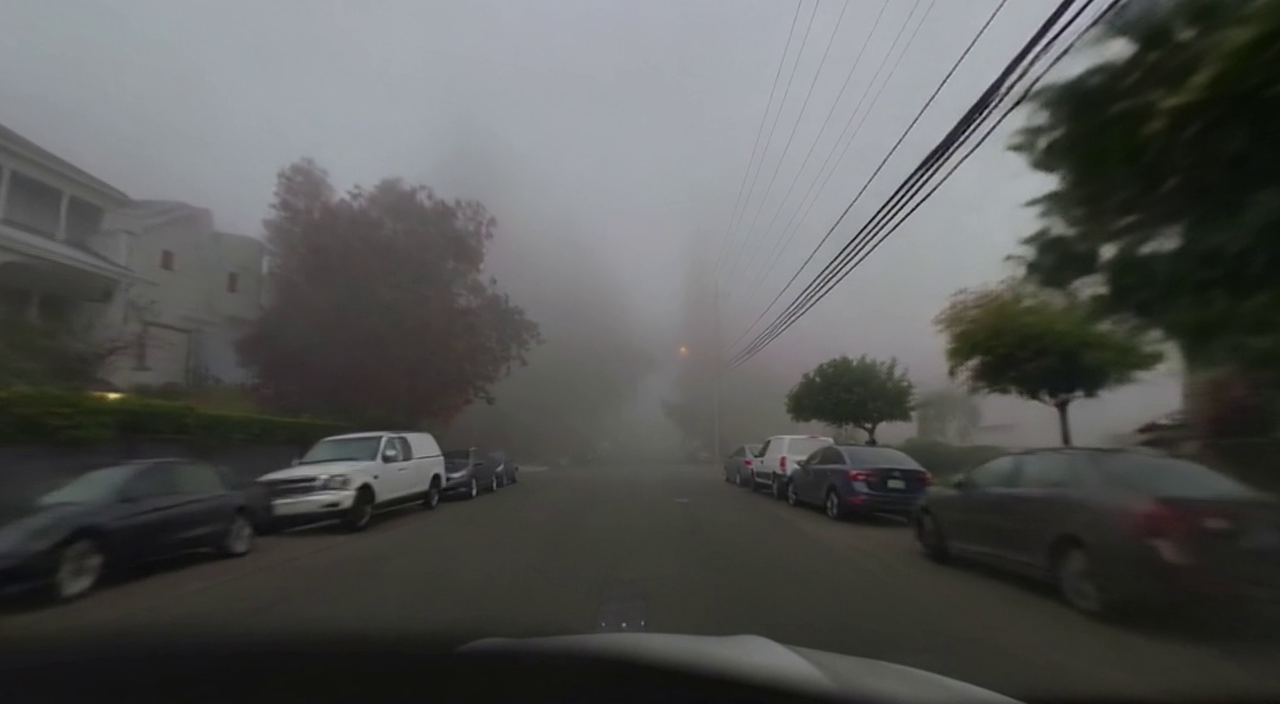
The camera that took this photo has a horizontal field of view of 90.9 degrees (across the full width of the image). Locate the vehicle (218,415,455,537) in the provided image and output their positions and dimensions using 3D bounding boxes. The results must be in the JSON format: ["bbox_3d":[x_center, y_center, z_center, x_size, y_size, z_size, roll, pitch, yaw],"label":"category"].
[{"bbox_3d":[-5.666,2.344,12.762,2.052,1.916,5.084,0,-8,3],"label":"vehicle"}]

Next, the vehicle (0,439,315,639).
[{"bbox_3d":[-5.704,1.732,6.997,1.790,1.496,4.234,1,-8,2],"label":"vehicle"}]

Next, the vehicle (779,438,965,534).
[{"bbox_3d":[4.148,2.436,12.174,1.830,1.491,4.453,0,-8,-1],"label":"vehicle"}]

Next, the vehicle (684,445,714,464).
[{"bbox_3d":[4.557,7.966,49.207,1.851,1.438,4.177,0,-8,0],"label":"vehicle"}]

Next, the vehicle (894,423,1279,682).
[{"bbox_3d":[4.175,1.517,5.978,1.840,1.521,4.337,0,-8,2],"label":"vehicle"}]
